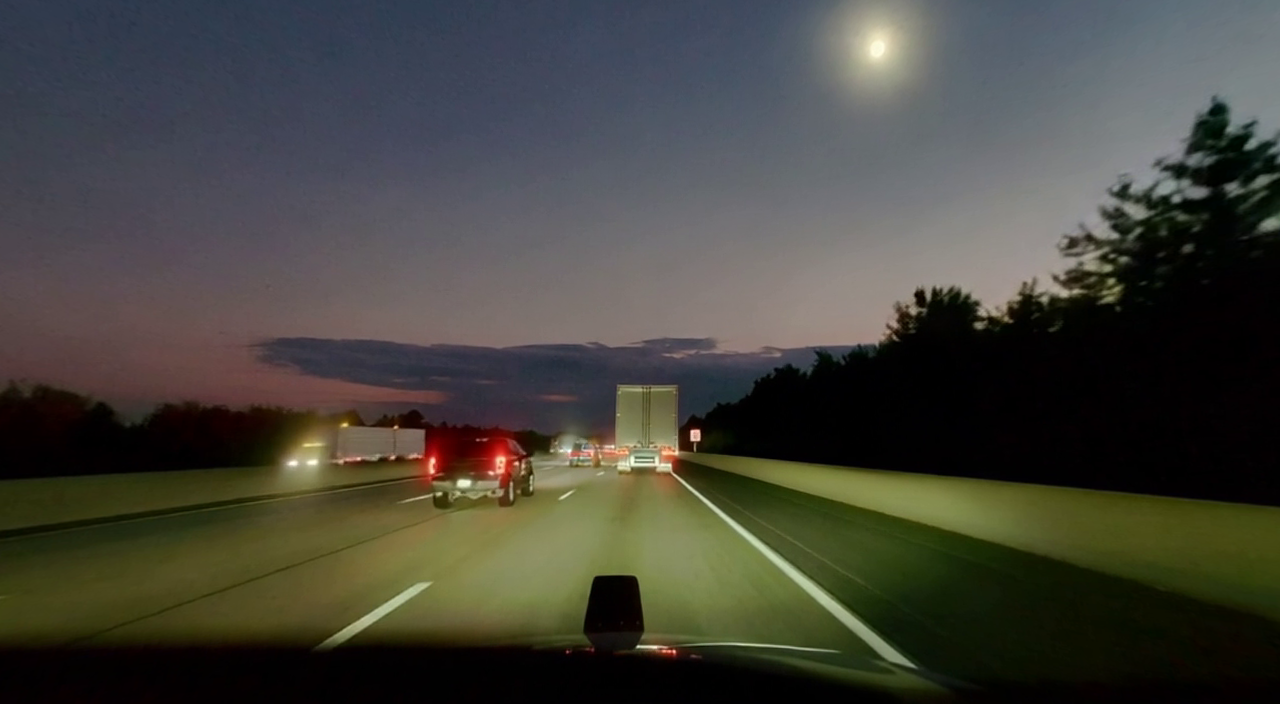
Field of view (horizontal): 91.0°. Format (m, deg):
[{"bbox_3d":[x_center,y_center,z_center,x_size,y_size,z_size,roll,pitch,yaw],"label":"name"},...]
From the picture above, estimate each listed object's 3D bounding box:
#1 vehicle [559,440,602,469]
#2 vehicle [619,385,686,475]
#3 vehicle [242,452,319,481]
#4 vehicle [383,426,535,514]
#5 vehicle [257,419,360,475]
[{"bbox_3d":[-3.944,6.867,42.490,2.285,1.833,4.984,0,-9,1],"label":"vehicle"},{"bbox_3d":[0.513,4.450,34.817,3.052,4.132,11.336,0,-9,-1],"label":"vehicle"},{"bbox_3d":[-20.930,6.658,36.877,1.853,1.523,4.358,0,-9,1],"label":"vehicle"},{"bbox_3d":[-4.077,2.747,15.217,2.140,1.750,4.901,0,-9,1],"label":"vehicle"},{"bbox_3d":[-25.357,7.364,48.835,3.028,3.953,8.716,0,-9,1],"label":"vehicle"}]
